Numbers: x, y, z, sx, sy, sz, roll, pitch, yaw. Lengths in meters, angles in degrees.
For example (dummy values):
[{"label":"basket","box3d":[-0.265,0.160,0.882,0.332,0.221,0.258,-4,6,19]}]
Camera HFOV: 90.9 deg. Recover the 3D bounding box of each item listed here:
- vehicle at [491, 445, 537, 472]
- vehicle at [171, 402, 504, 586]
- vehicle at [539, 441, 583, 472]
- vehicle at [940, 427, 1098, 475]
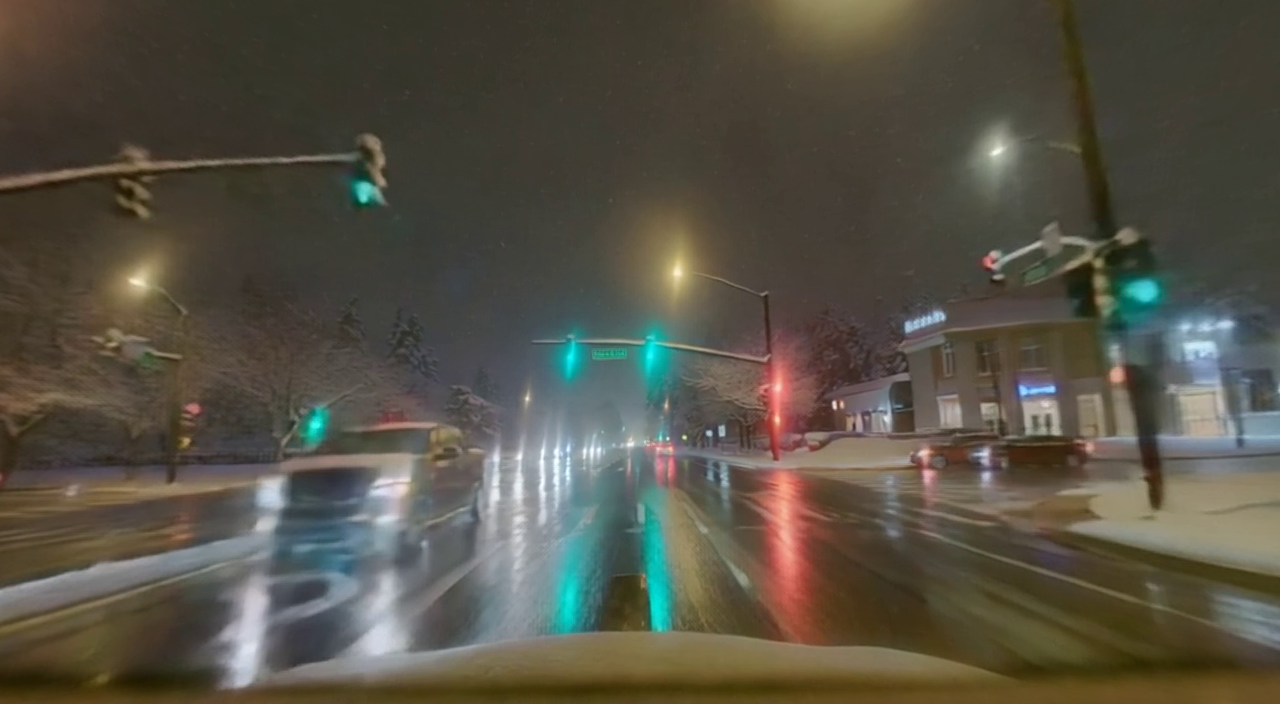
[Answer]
[{"label":"vehicle","box3d":[-7.644,6.471,38.575,1.974,1.521,4.197,0,-8,0]},{"label":"vehicle","box3d":[-3.438,1.702,8.401,2.250,1.791,4.300,0,-8,0]},{"label":"vehicle","box3d":[-4.777,6.364,38.655,2.070,1.481,4.266,-4,-6,0]},{"label":"vehicle","box3d":[14.162,3.682,23.762,4.634,1.449,1.936,-3,-7,-1]}]
